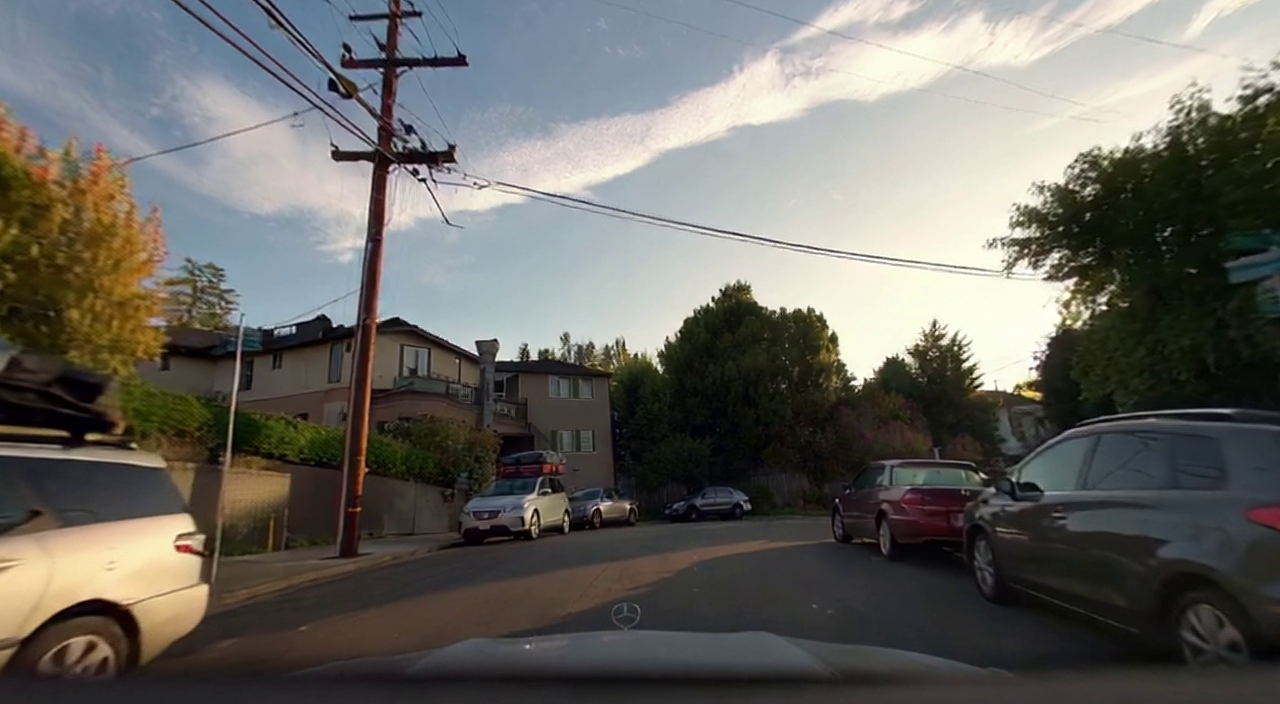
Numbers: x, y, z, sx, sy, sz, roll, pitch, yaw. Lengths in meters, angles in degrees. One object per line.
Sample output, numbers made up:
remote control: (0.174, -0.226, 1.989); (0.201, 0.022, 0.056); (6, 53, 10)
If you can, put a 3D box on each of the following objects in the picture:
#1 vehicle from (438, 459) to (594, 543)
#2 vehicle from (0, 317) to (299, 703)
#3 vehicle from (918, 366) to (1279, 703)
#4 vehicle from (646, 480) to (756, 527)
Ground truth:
vehicle: (-2.889, 3.710, 16.139); (2.247, 1.702, 5.043); (-4, -11, 9)
vehicle: (-3.637, 0.629, 1.533); (2.195, 1.797, 5.890); (0, -8, 2)
vehicle: (4.003, 1.252, 4.635); (1.899, 1.877, 4.668); (0, -8, 2)
vehicle: (2.597, 6.317, 26.610); (4.217, 1.547, 2.082); (5, -10, -34)
